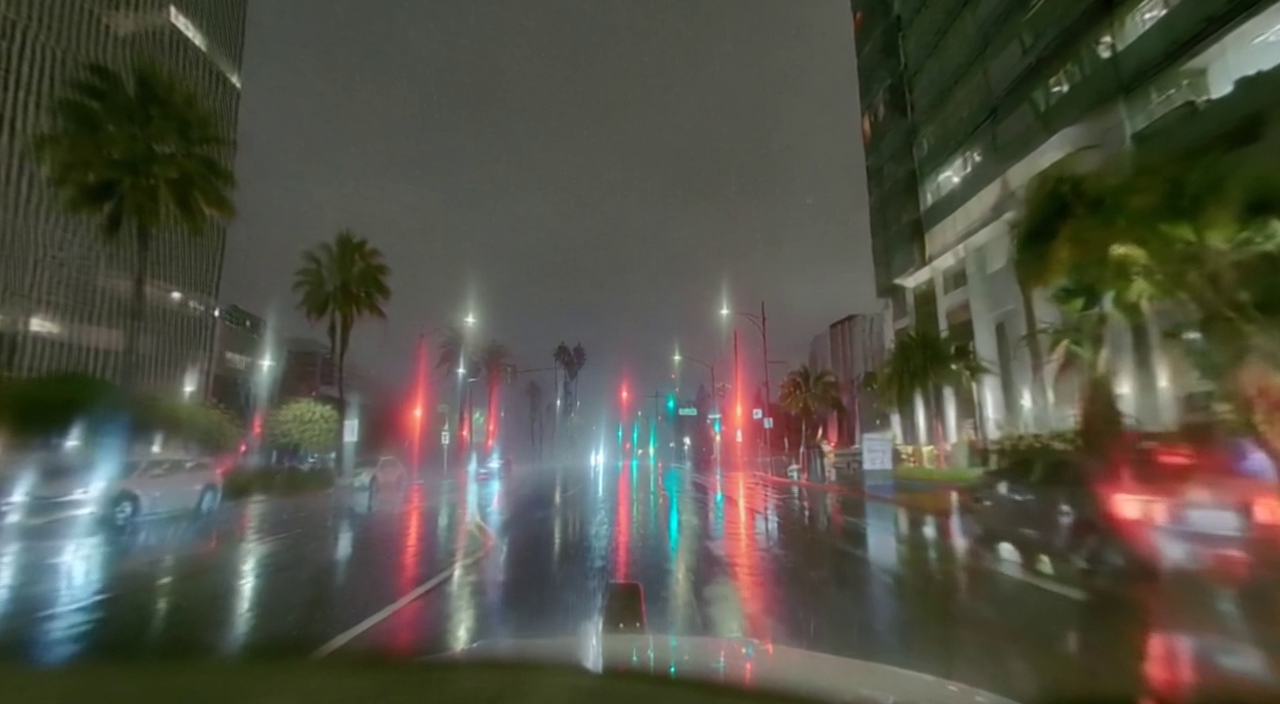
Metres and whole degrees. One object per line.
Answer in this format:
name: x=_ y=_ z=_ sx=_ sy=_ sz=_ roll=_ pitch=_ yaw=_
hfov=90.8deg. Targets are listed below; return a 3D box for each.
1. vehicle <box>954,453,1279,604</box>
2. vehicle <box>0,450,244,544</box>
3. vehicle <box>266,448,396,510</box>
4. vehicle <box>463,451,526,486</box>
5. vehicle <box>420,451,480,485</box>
vehicle: x=5.728 y=1.946 z=7.783 sx=1.784 sy=1.350 sz=3.677 roll=0 pitch=-9 yaw=0
vehicle: x=-13.399 y=3.659 z=16.809 sx=2.218 sy=1.822 sz=5.605 roll=-6 pitch=-9 yaw=-1
vehicle: x=-9.722 y=3.983 z=20.331 sx=1.940 sy=1.726 sz=4.395 roll=0 pitch=-9 yaw=0
vehicle: x=-6.646 y=5.340 z=29.266 sx=1.868 sy=1.467 sz=4.267 roll=0 pitch=-9 yaw=0
vehicle: x=-10.182 y=6.201 z=34.152 sx=1.923 sy=1.662 sz=4.318 roll=0 pitch=-9 yaw=-1
